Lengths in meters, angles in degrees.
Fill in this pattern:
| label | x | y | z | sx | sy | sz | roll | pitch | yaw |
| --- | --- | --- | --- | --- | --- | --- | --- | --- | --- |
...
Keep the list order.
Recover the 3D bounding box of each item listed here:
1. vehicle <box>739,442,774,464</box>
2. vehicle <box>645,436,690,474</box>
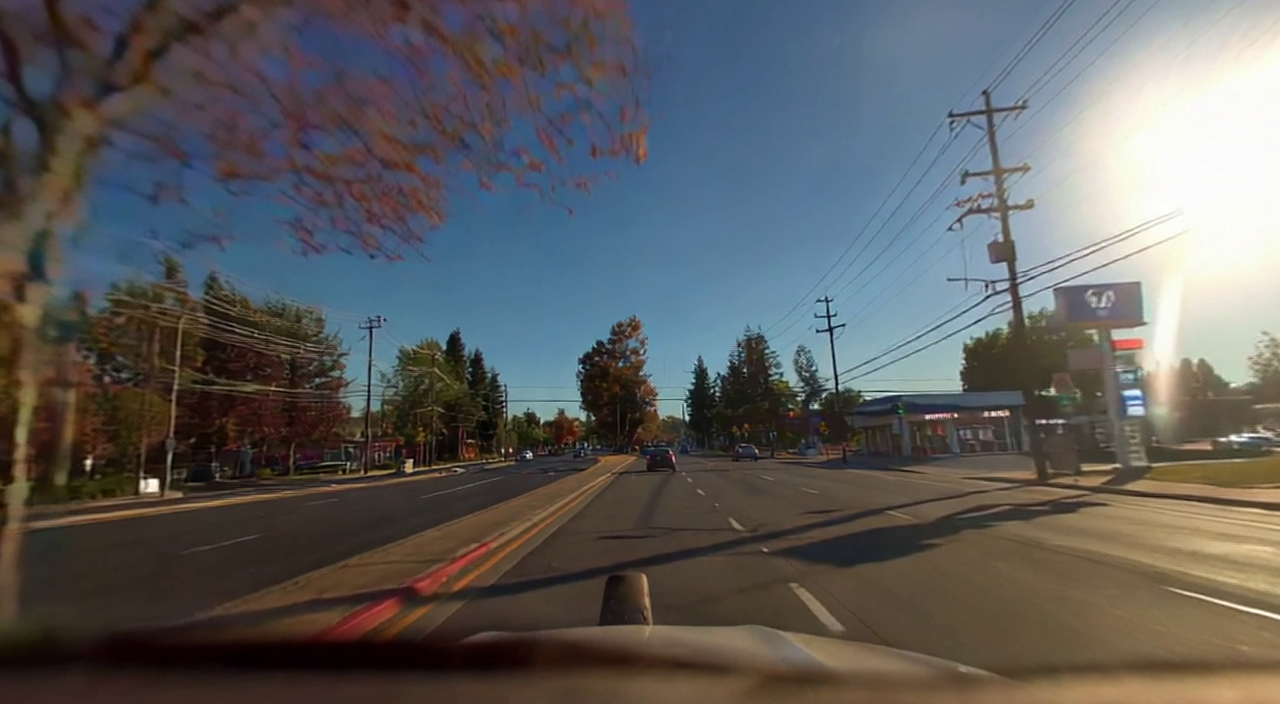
| label | x | y | z | sx | sy | sz | roll | pitch | yaw |
| --- | --- | --- | --- | --- | --- | --- | --- | --- | --- |
| vehicle | 8.224 | 7.172 | 44.806 | 1.760 | 1.481 | 4.161 | 0 | -8 | 0 |
| vehicle | 1.381 | 5.426 | 33.383 | 2.141 | 1.842 | 4.889 | 0 | -8 | 0 |
